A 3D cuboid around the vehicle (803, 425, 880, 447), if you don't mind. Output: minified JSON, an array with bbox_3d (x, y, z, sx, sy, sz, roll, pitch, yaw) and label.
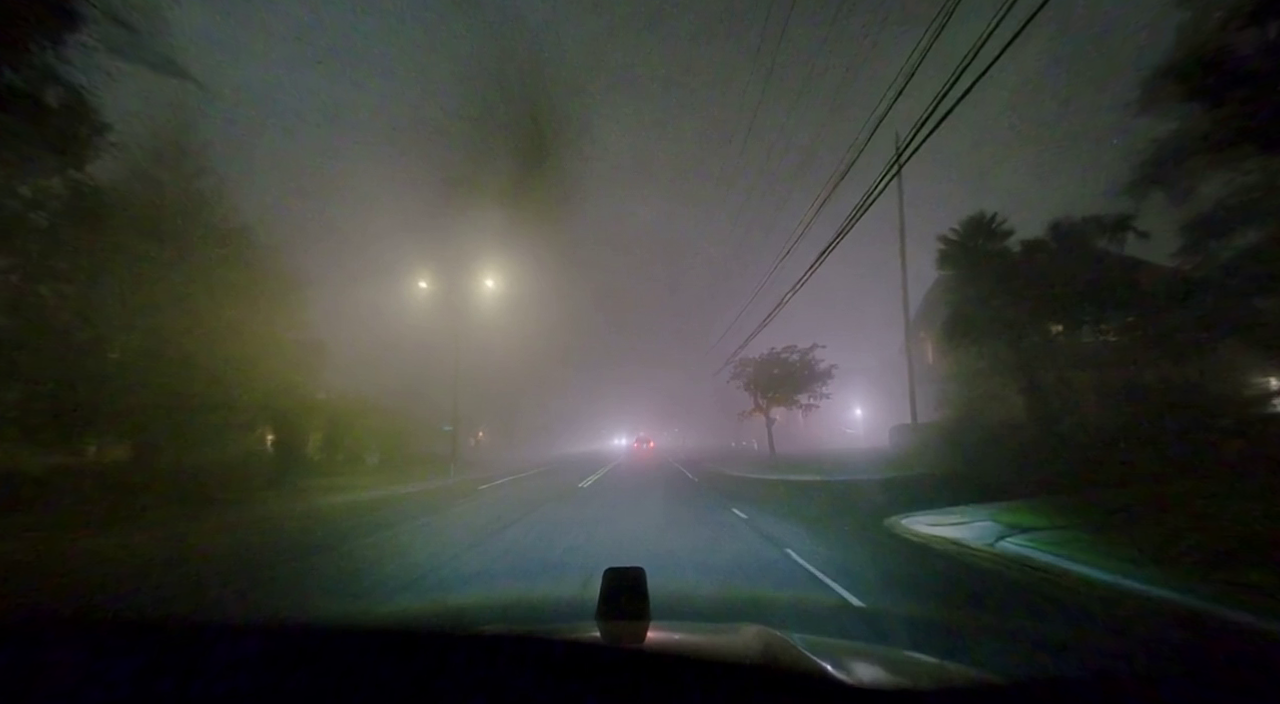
[{"bbox_3d":[14.363,6.044,45.168,4.848,1.509,1.976,-2,-9,6],"label":"vehicle"}]

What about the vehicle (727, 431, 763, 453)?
[{"bbox_3d":[7.496,6.524,45.538,2.071,1.510,4.418,-1,-8,3],"label":"vehicle"}]
